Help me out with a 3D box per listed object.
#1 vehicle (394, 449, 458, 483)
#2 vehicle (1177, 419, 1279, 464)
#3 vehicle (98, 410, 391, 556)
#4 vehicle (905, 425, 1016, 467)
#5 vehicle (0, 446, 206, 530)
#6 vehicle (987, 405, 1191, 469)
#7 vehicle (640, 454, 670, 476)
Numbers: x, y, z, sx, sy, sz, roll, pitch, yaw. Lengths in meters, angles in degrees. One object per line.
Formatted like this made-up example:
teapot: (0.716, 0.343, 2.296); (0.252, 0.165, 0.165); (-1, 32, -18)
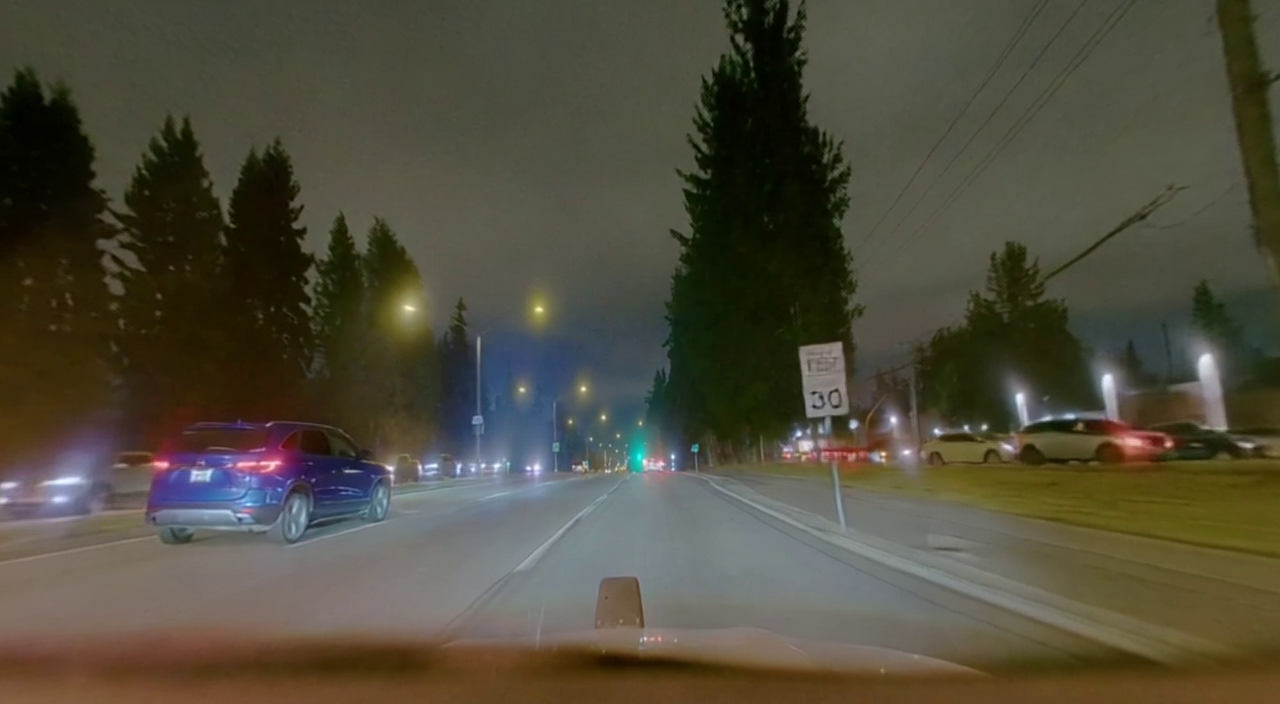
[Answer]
vehicle: (-11.850, 6.316, 35.242); (1.953, 1.697, 4.725); (0, -8, -1)
vehicle: (21.936, 3.074, 21.625); (1.933, 1.487, 5.136); (1, -9, -10)
vehicle: (-6.092, 2.042, 10.517); (2.027, 1.908, 4.273); (0, -8, 1)
vehicle: (12.857, 3.833, 25.657); (1.884, 1.522, 4.642); (0, -8, -3)
vehicle: (-11.937, 2.865, 13.887); (1.871, 1.539, 3.929); (0, -8, 0)
vehicle: (13.513, 2.654, 19.445); (1.950, 1.697, 4.906); (2, -9, -15)
vehicle: (1.070, 8.237, 46.147); (2.091, 1.494, 3.962); (0, -8, 1)
